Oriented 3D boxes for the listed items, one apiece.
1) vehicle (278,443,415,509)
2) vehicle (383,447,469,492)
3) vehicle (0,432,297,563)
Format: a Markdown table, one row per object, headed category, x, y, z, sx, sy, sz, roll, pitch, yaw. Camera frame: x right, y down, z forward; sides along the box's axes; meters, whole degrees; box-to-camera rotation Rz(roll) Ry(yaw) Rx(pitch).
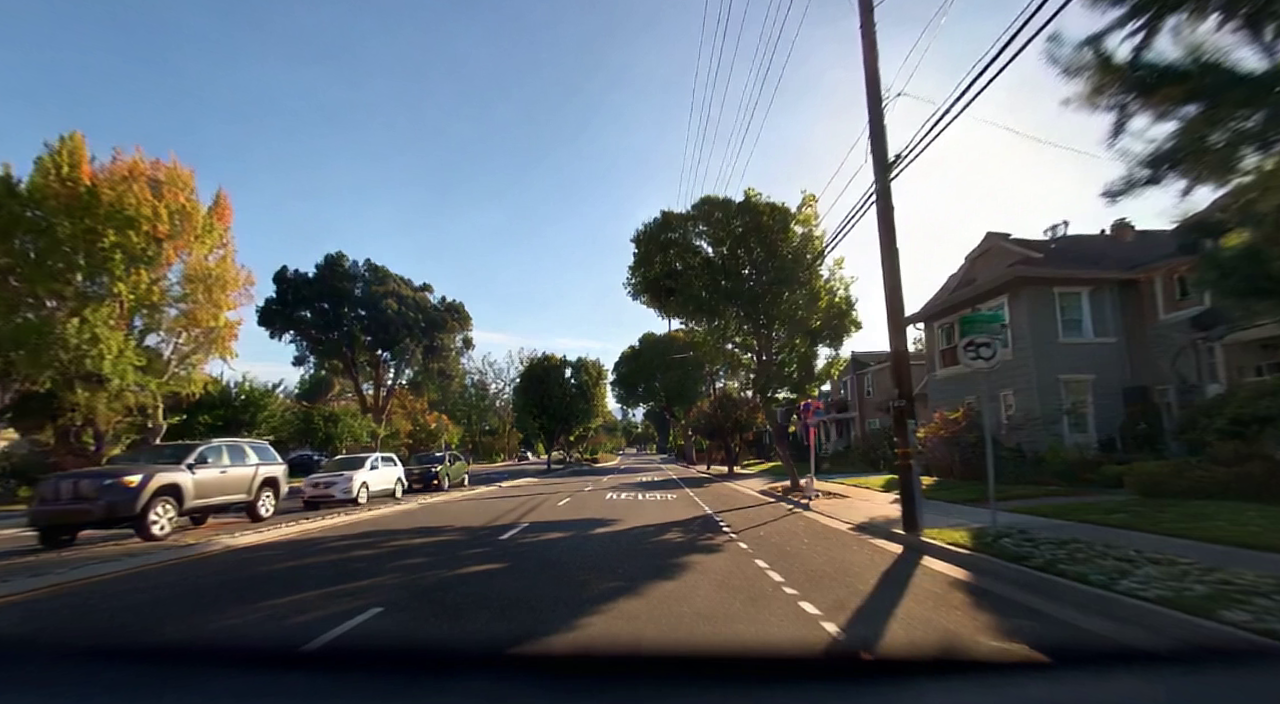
| category | x | y | z | sx | sy | sz | roll | pitch | yaw |
| --- | --- | --- | --- | --- | --- | --- | --- | --- | --- |
| vehicle | -9.155 | 3.868 | 20.265 | 2.075 | 1.733 | 4.947 | -3 | -9 | 0 |
| vehicle | -9.166 | 5.029 | 27.466 | 2.084 | 1.741 | 4.737 | -1 | -9 | 0 |
| vehicle | -8.727 | 2.420 | 11.417 | 2.293 | 1.839 | 4.793 | 0 | -8 | 0 |
